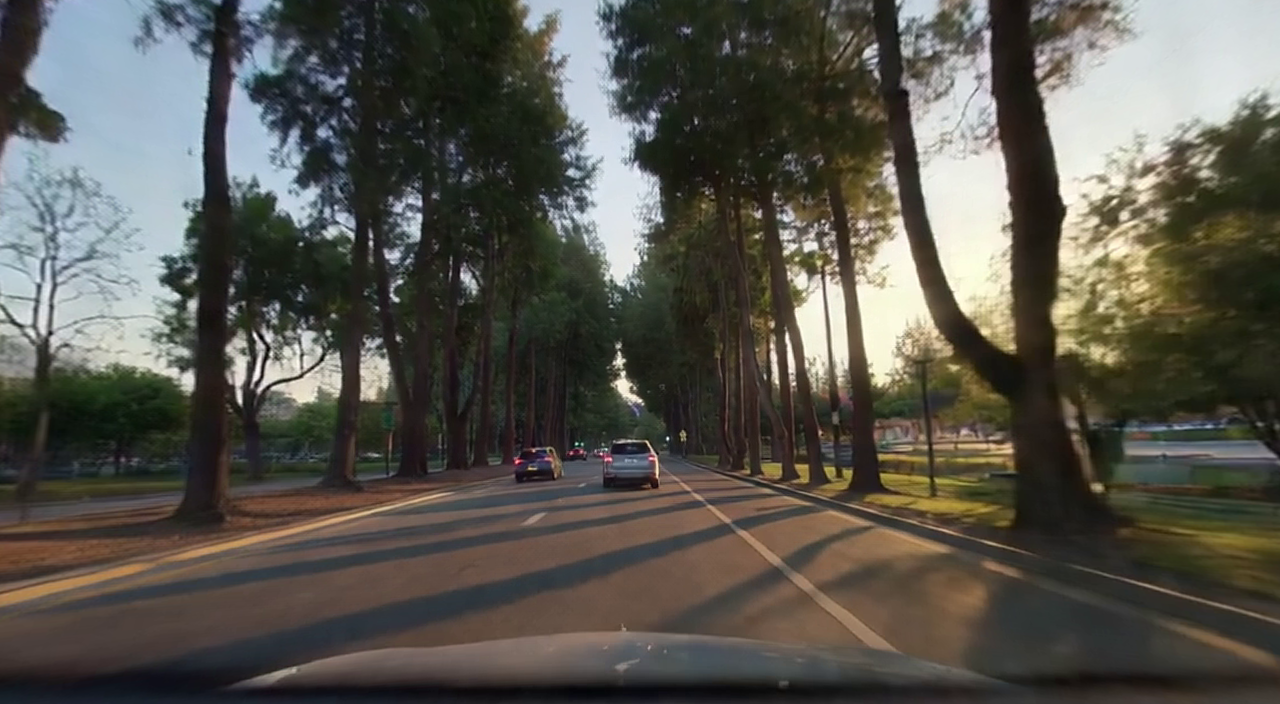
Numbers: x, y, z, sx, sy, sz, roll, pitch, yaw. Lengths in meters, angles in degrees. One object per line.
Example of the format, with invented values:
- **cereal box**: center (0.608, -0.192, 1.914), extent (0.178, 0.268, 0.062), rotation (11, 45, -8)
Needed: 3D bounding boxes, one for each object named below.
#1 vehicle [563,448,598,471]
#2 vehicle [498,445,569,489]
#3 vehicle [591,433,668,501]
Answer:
- **vehicle**: center (-4.147, 7.583, 44.770), extent (1.959, 1.485, 4.452), rotation (0, -8, 1)
- **vehicle**: center (-3.982, 4.356, 24.313), extent (1.936, 1.538, 4.016), rotation (0, -8, 2)
- **vehicle**: center (-0.278, 3.313, 18.594), extent (2.018, 1.769, 3.897), rotation (0, -8, 0)
